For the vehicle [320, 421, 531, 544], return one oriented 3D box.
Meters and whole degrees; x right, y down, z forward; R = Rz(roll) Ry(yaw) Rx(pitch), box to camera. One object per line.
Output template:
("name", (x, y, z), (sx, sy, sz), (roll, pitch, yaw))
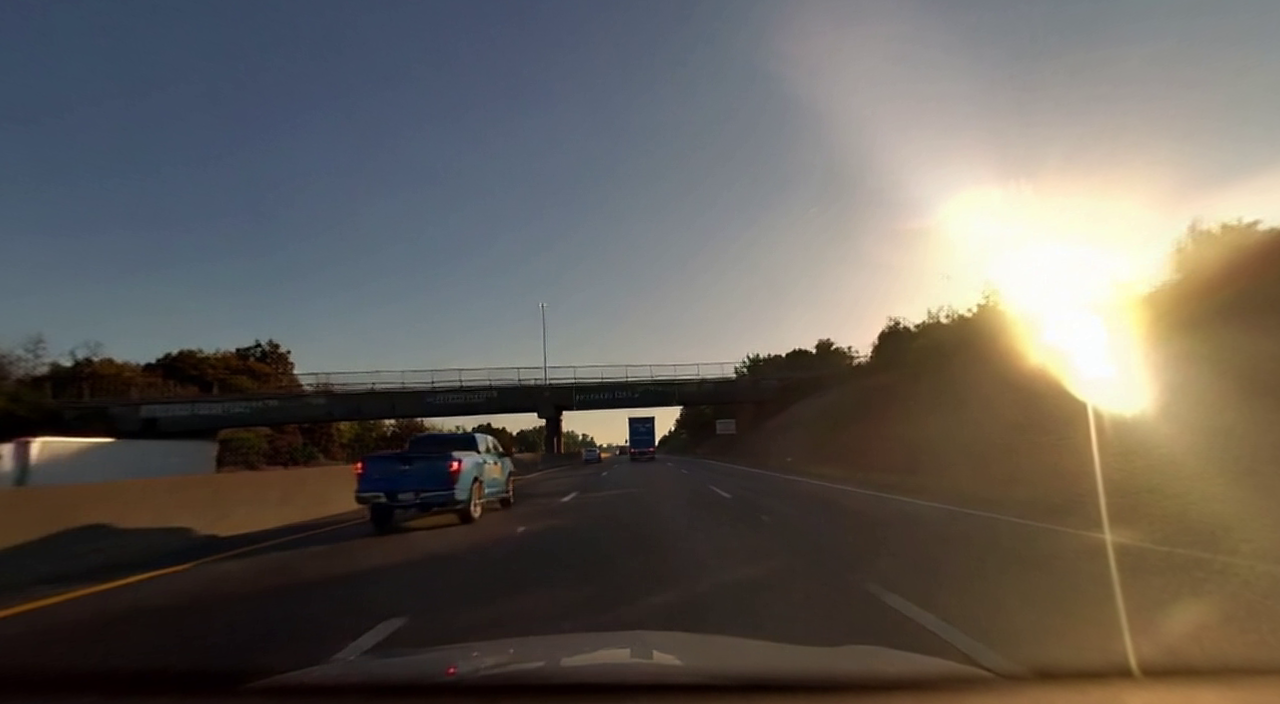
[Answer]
("vehicle", (-3.368, 2.155, 10.926), (2.160, 1.691, 4.243), (0, -9, 0))
